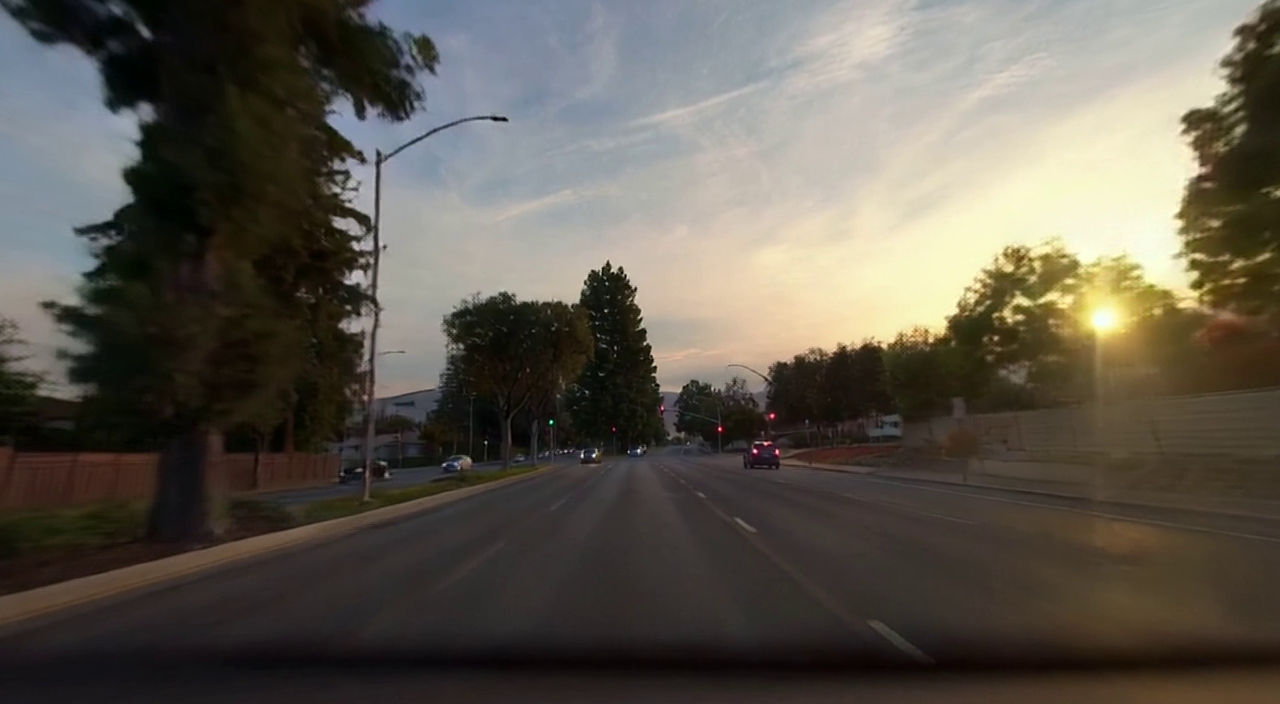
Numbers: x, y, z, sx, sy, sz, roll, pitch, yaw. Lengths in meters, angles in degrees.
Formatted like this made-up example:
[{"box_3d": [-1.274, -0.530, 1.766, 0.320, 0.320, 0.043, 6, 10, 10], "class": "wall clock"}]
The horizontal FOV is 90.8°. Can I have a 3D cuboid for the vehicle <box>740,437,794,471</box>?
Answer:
[{"box_3d": [6.970, 5.643, 35.112, 2.011, 1.710, 4.357, 0, -8, -1], "class": "vehicle"}]

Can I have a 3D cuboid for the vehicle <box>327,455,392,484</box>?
[{"box_3d": [-17.626, 7.395, 39.942, 1.883, 1.583, 4.342, -3, -9, 4], "class": "vehicle"}]
